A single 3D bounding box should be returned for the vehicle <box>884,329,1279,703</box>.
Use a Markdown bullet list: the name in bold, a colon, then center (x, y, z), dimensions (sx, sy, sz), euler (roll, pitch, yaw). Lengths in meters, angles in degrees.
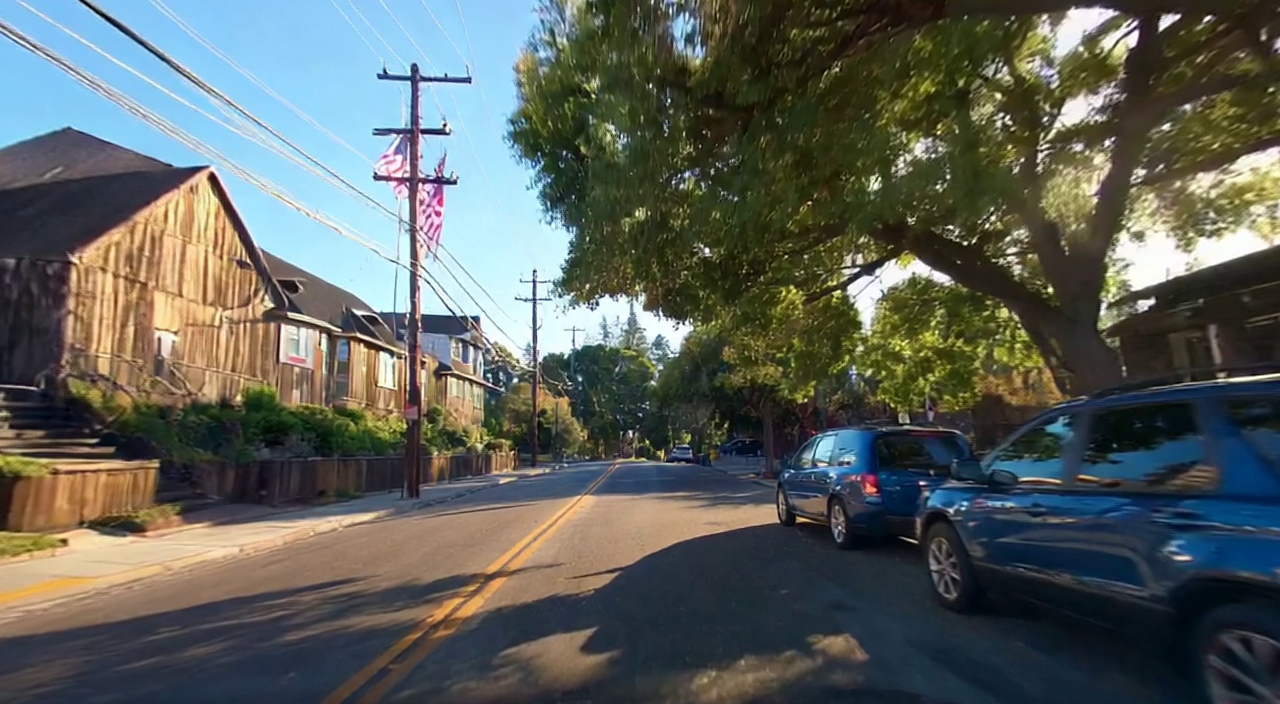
- **vehicle**: center (3.529, 1.065, 4.045), dimensions (2.061, 1.793, 5.100), euler (-1, -9, 2)
